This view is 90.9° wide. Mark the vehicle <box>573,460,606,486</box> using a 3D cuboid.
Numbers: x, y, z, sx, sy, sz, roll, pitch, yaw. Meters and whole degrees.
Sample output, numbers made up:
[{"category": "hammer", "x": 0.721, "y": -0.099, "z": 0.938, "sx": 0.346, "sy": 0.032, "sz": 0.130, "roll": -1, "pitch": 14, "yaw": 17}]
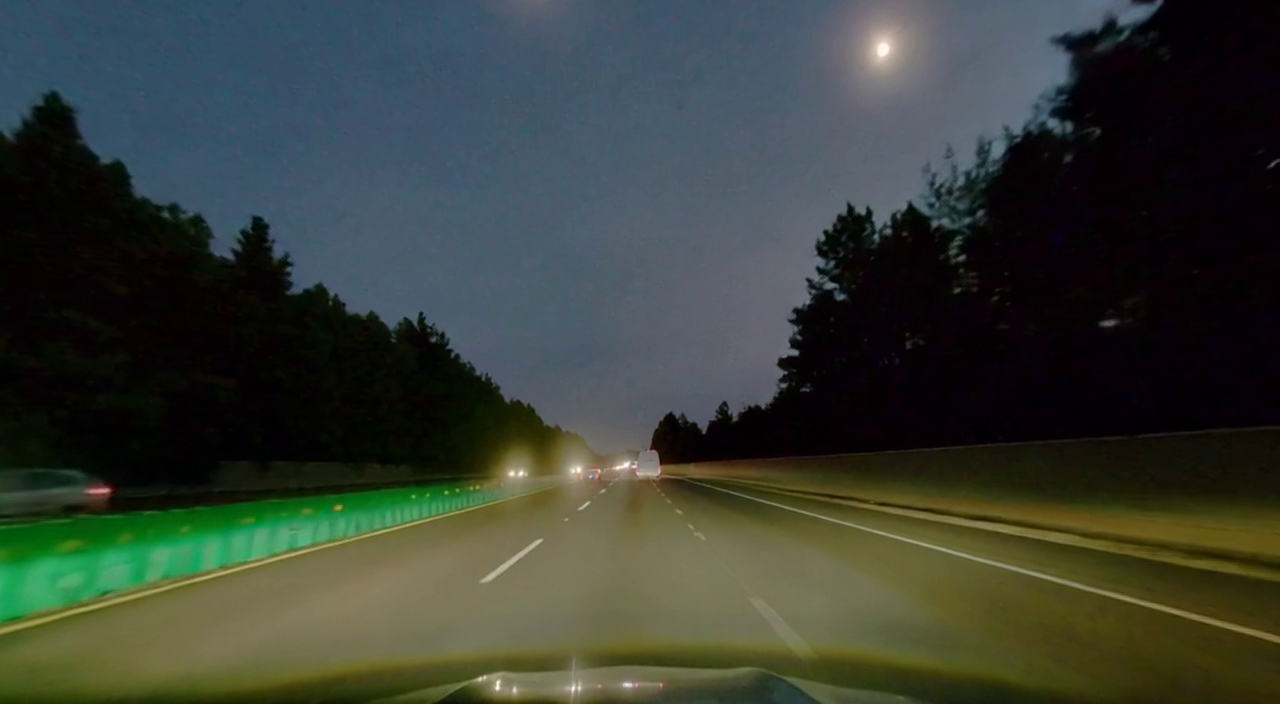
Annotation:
[{"category": "vehicle", "x": -3.747, "y": 9.124, "z": 47.614, "sx": 2.132, "sy": 1.805, "sz": 4.257, "roll": 1, "pitch": -11, "yaw": 0}]
